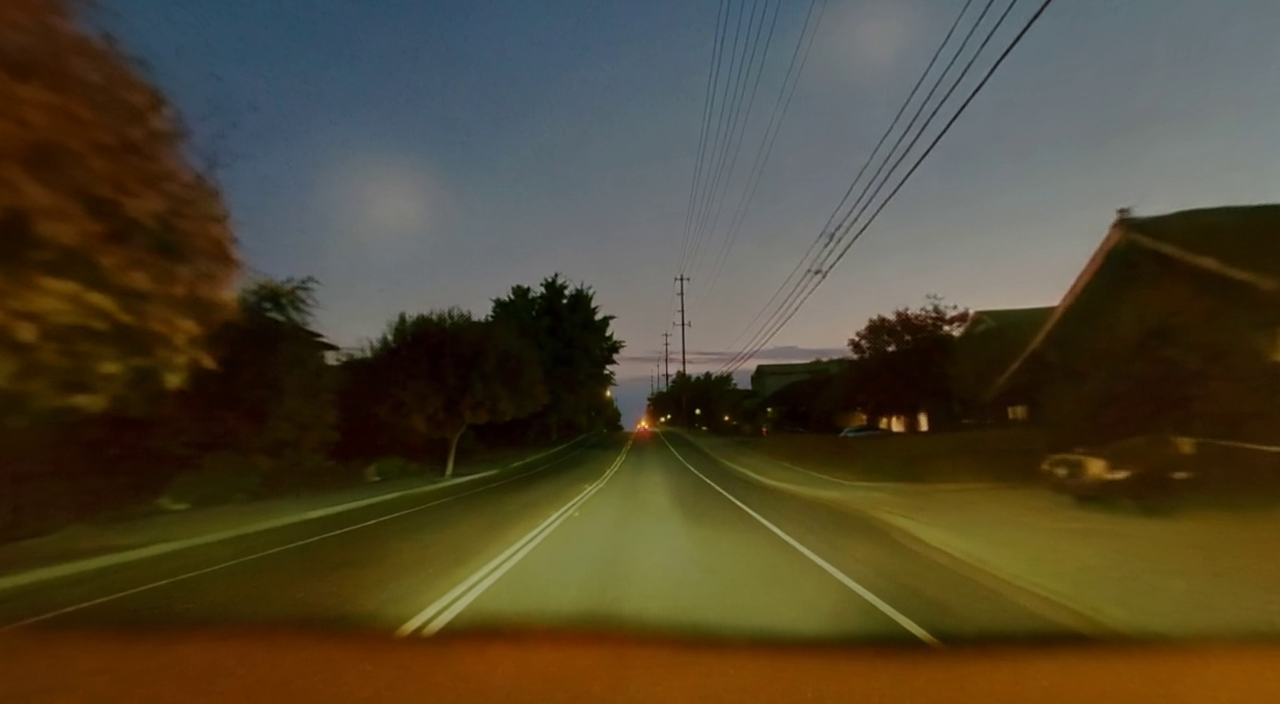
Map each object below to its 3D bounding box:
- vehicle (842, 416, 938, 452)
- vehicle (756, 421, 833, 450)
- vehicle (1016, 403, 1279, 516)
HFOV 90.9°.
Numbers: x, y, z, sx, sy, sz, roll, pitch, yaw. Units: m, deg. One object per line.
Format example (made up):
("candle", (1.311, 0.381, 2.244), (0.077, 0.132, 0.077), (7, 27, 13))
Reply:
("vehicle", (15.124, 5.013, 38.139), (5.046, 1.548, 2.174), (-10, -13, 24))
("vehicle", (10.743, 5.800, 43.887), (4.707, 1.794, 2.303), (-4, -4, 30))
("vehicle", (9.716, 1.901, 11.355), (4.512, 1.828, 2.038), (0, -8, 0))
